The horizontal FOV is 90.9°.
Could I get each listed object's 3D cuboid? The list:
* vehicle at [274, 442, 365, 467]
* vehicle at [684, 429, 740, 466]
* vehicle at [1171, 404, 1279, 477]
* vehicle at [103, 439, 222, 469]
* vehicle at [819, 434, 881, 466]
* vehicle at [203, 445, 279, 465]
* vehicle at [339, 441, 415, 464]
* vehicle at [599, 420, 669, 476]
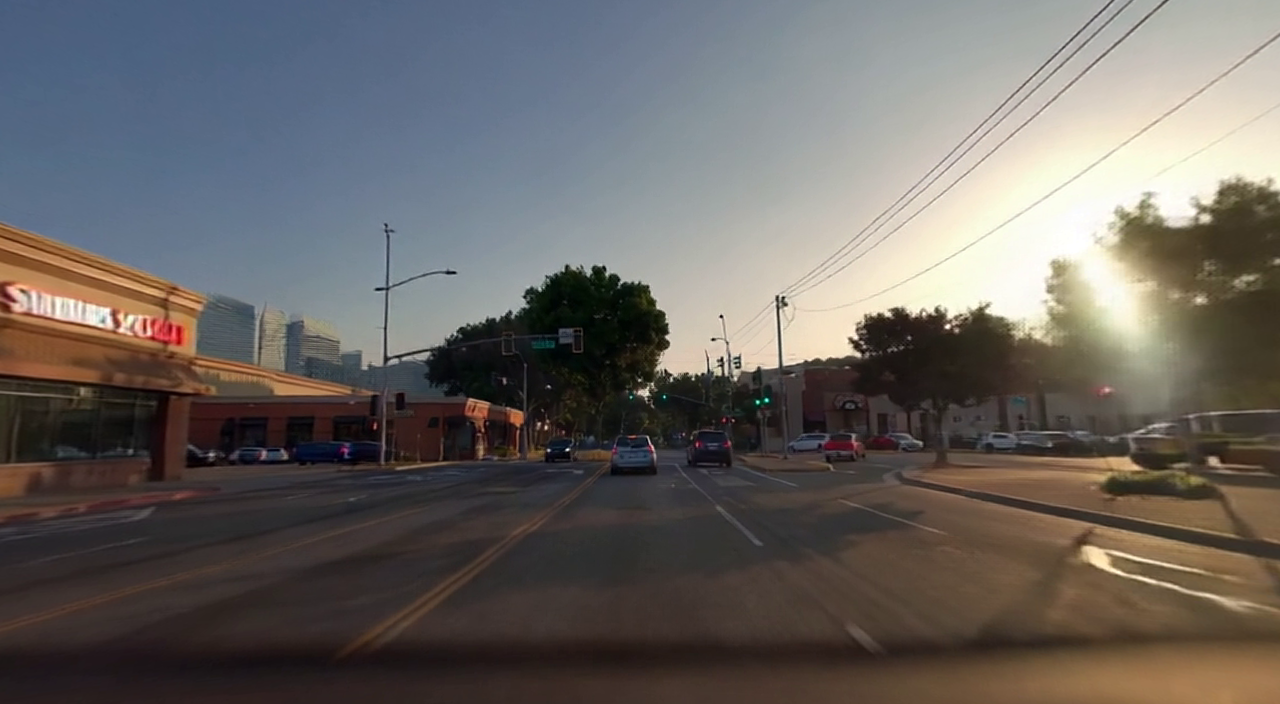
[{"bbox_3d":[-21.053,6.738,41.501,4.839,1.604,2.058,-1,-8,3],"label":"vehicle"},{"bbox_3d":[3.617,4.917,32.576,2.276,1.787,4.630,0,-8,-1],"label":"vehicle"},{"bbox_3d":[16.665,2.170,15.559,4.901,1.674,2.251,-1,-8,4],"label":"vehicle"},{"bbox_3d":[-31.522,6.741,41.718,5.964,1.893,2.363,0,-8,1],"label":"vehicle"},{"bbox_3d":[10.268,4.725,30.568,2.002,1.427,4.436,-5,-9,28],"label":"vehicle"},{"bbox_3d":[-30.642,7.900,48.468,4.466,1.527,2.028,0,-8,2],"label":"vehicle"},{"bbox_3d":[-18.731,7.173,45.040,4.561,1.531,1.990,0,-8,1],"label":"vehicle"},{"bbox_3d":[-0.228,3.978,26.244,2.638,2.065,5.313,0,-8,0],"label":"vehicle"}]
